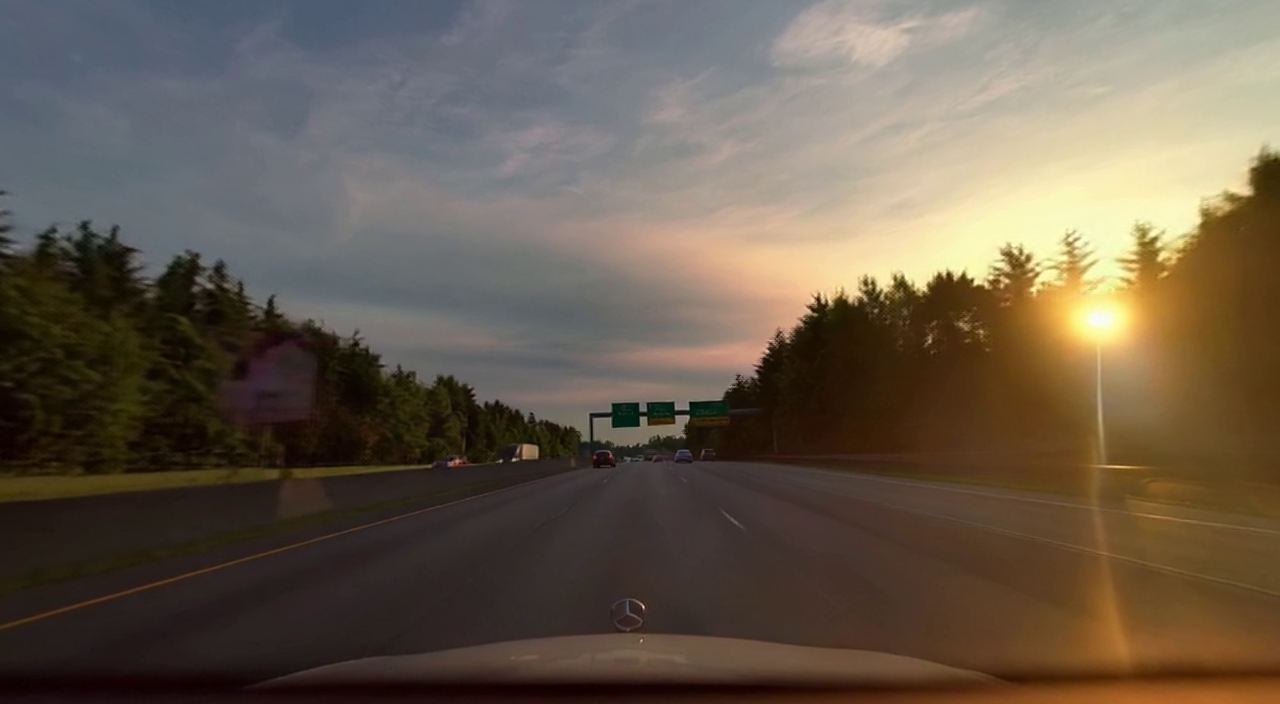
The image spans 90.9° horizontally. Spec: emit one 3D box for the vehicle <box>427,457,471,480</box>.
[{"bbox_3d":[-13.235,8.073,43.841,1.828,1.497,3.761,0,-9,1],"label":"vehicle"}]
